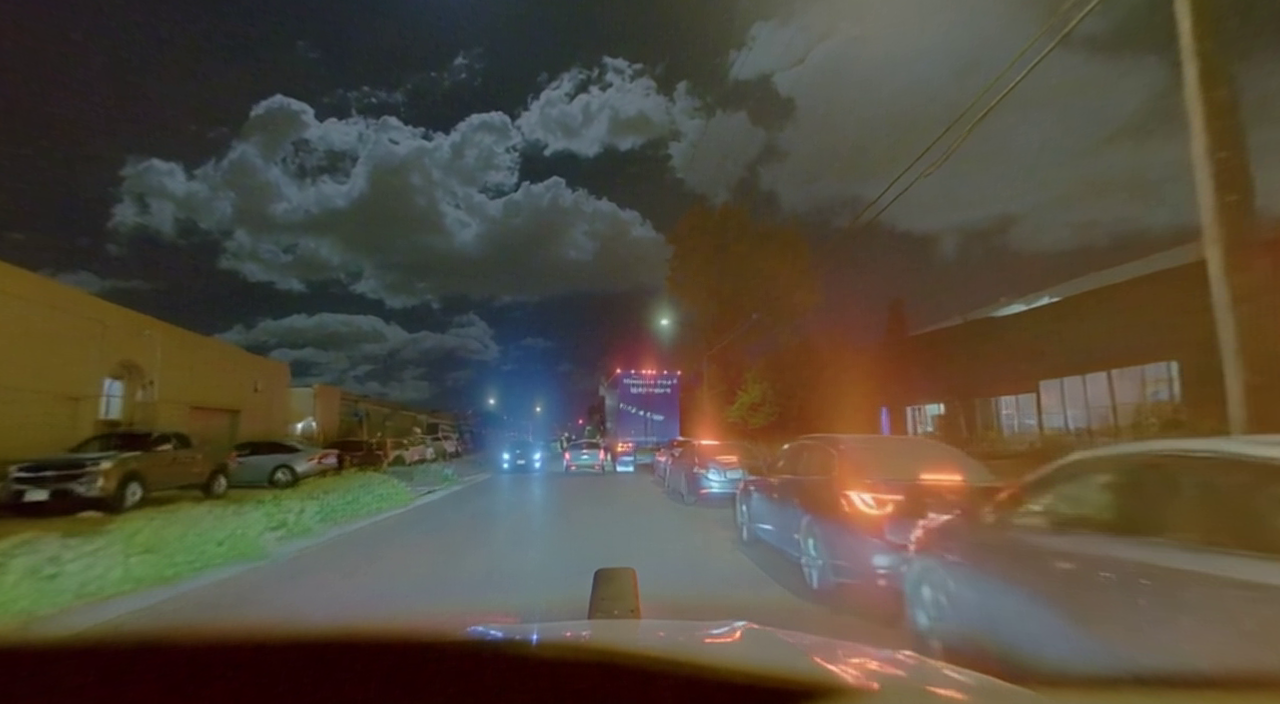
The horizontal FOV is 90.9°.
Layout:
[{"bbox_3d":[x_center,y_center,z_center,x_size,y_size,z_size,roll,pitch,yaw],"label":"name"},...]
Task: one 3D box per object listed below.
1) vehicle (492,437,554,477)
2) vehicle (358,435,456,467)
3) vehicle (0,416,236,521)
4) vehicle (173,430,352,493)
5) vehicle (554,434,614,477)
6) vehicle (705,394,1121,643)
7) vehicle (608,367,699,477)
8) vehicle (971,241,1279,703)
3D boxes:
[{"bbox_3d":[-4.717,4.258,25.902,1.989,1.481,4.008,0,-8,-3],"label":"vehicle"},{"bbox_3d":[-11.053,4.725,30.106,4.015,1.461,1.903,1,-8,-8],"label":"vehicle"},{"bbox_3d":[-10.364,2.281,12.792,1.996,1.719,4.382,3,-9,-11],"label":"vehicle"},{"bbox_3d":[-9.859,2.863,16.727,3.569,1.520,1.797,1,-8,-7],"label":"vehicle"},{"bbox_3d":[-2.171,4.013,24.720,2.160,1.498,3.909,0,-8,-4],"label":"vehicle"},{"bbox_3d":[2.133,1.437,6.575,1.900,1.644,4.448,1,-8,-7],"label":"vehicle"},{"bbox_3d":[0.147,3.628,30.821,2.865,4.113,14.471,1,-8,-5],"label":"vehicle"},{"bbox_3d":[2.510,0.602,1.730,1.686,1.786,2.276,-1,-9,-6],"label":"vehicle"}]
